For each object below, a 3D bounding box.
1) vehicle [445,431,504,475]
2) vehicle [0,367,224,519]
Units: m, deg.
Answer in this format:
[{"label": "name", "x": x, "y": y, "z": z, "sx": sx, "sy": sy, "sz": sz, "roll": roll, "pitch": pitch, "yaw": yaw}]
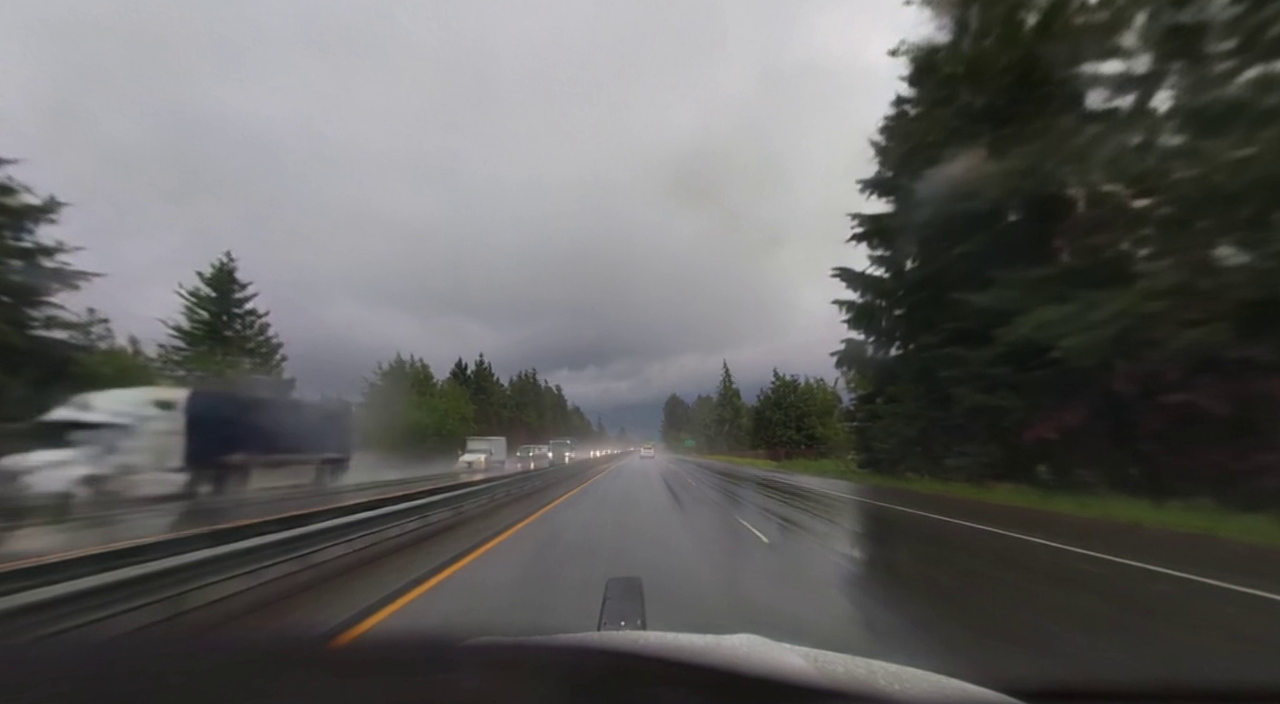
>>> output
[{"label": "vehicle", "x": -12.309, "y": 7.567, "z": 47.459, "sx": 2.459, "sy": 3.018, "sz": 6.687, "roll": 0, "pitch": -9, "yaw": 1}, {"label": "vehicle", "x": -16.773, "y": 2.873, "z": 19.853, "sx": 2.761, "sy": 3.994, "sz": 6.240, "roll": 0, "pitch": -9, "yaw": 1}]
